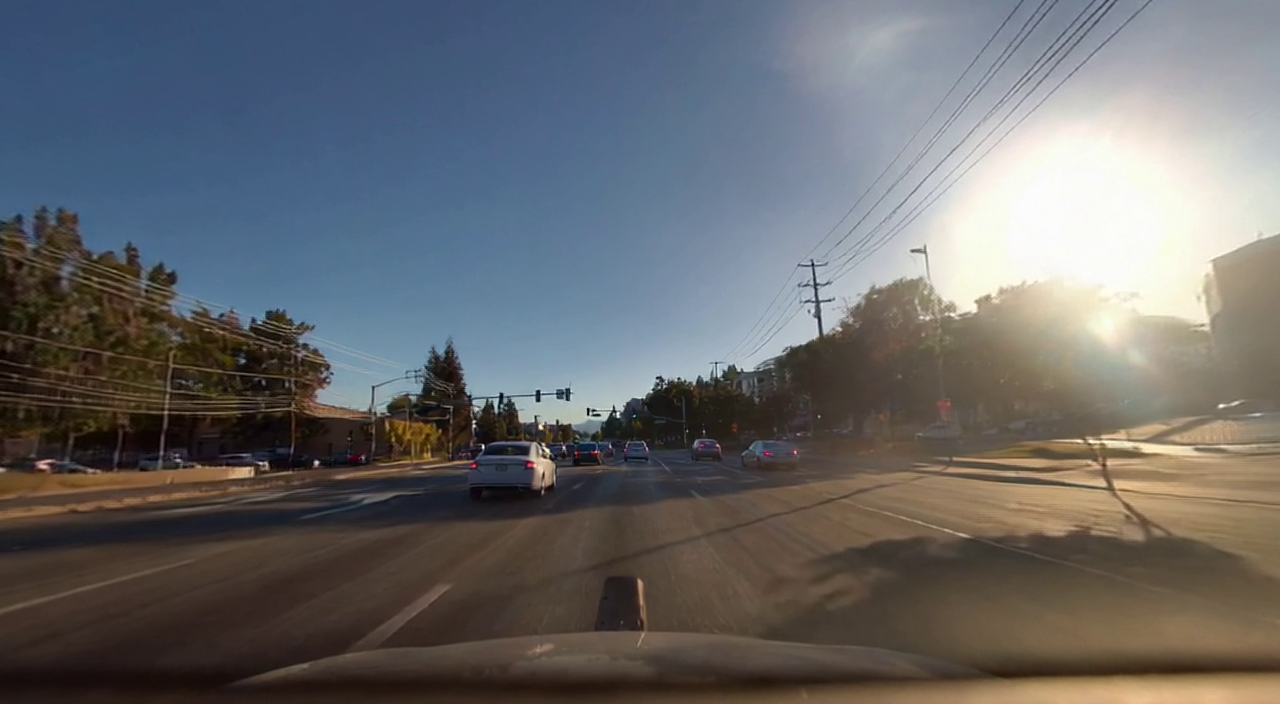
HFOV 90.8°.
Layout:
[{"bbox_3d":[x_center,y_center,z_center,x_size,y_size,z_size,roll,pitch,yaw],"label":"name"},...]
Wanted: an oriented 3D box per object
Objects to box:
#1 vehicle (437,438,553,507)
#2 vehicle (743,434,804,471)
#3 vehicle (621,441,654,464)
[{"bbox_3d":[-3.386,2.890,15.657,1.837,1.463,4.311,0,-8,0],"label":"vehicle"},{"bbox_3d":[6.539,4.986,31.416,1.945,1.706,4.190,0,-8,-2],"label":"vehicle"},{"bbox_3d":[-0.179,6.769,42.554,2.098,1.431,3.958,0,-8,-1],"label":"vehicle"}]
